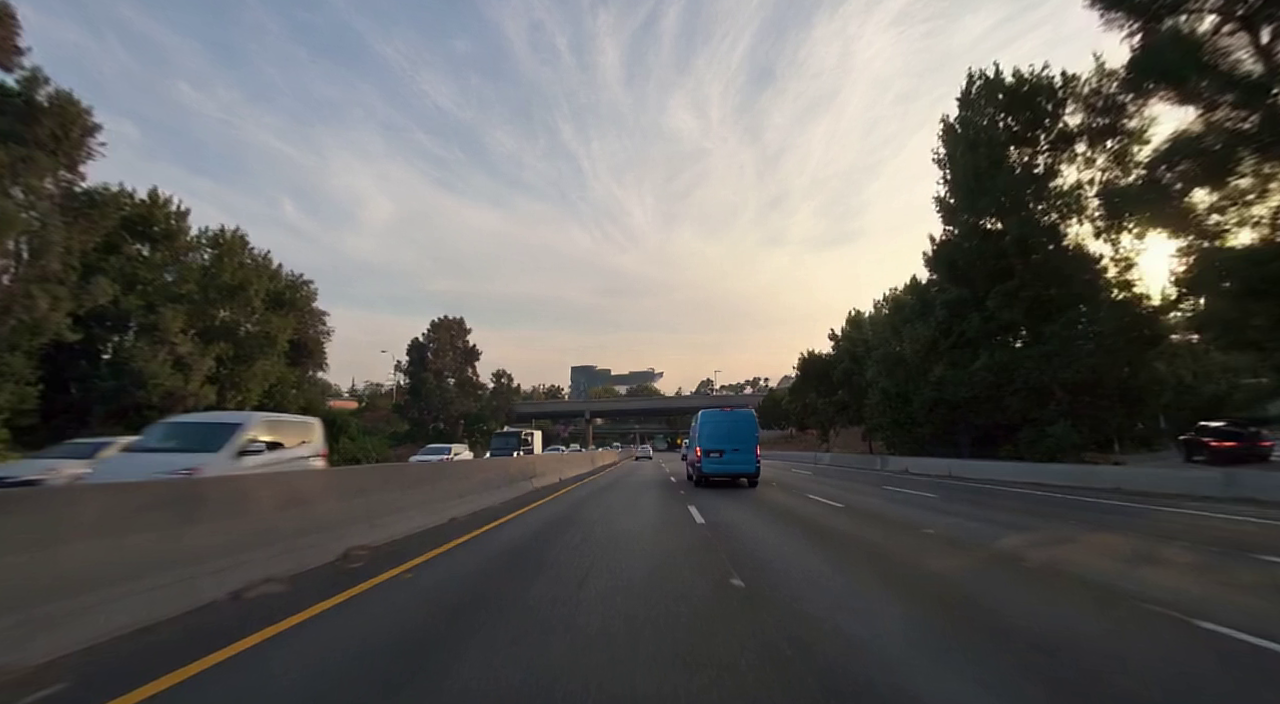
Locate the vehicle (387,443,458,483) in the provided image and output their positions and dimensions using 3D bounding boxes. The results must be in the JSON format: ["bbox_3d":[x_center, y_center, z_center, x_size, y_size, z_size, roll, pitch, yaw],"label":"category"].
[{"bbox_3d":[-11.263,5.768,33.051,2.038,1.929,4.288,0,-9,2],"label":"vehicle"}]

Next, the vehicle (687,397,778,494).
[{"bbox_3d":[3.275,3.582,24.147,2.460,3.155,6.902,0,-9,0],"label":"vehicle"}]

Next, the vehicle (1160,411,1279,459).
[{"bbox_3d":[28.642,4.026,30.017,2.398,2.050,5.776,1,-9,-6],"label":"vehicle"}]

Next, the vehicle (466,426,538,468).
[{"bbox_3d":[-7.269,5.124,34.059,2.237,2.014,6.330,-1,-9,2],"label":"vehicle"}]

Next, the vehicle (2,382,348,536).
[{"bbox_3d":[-8.174,1.999,12.123,2.298,2.253,5.438,-1,-9,2],"label":"vehicle"}]
